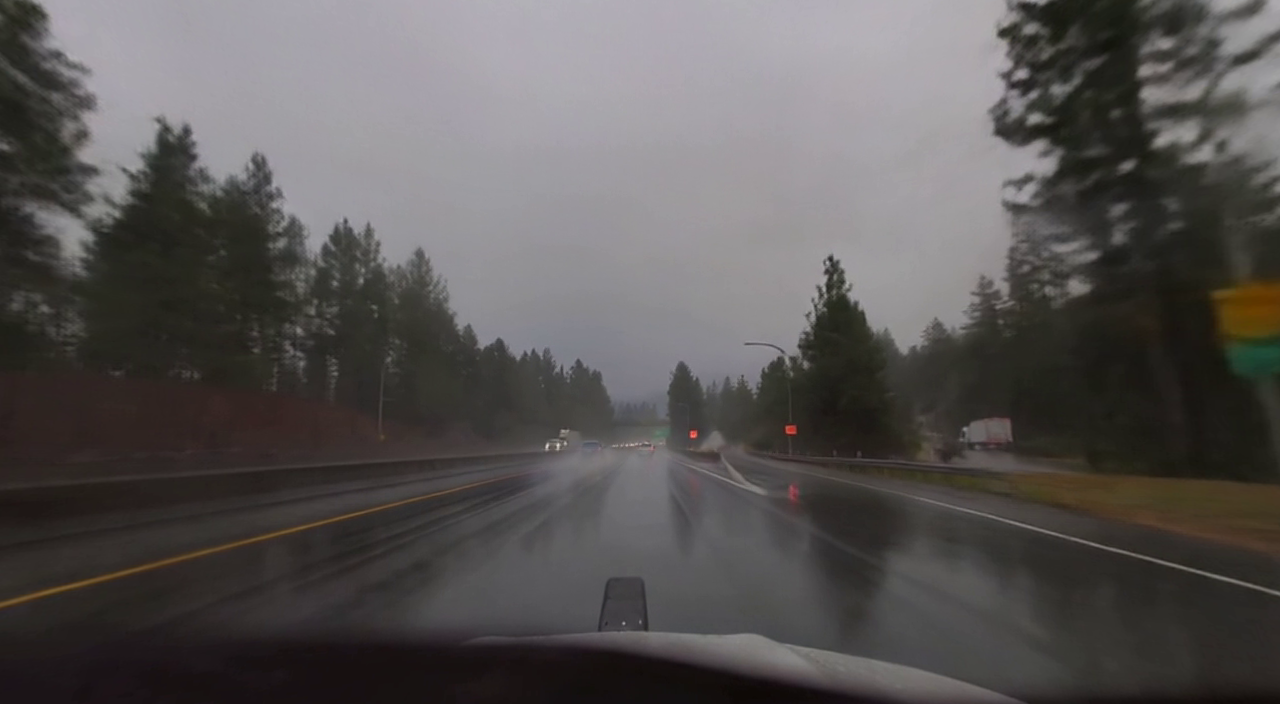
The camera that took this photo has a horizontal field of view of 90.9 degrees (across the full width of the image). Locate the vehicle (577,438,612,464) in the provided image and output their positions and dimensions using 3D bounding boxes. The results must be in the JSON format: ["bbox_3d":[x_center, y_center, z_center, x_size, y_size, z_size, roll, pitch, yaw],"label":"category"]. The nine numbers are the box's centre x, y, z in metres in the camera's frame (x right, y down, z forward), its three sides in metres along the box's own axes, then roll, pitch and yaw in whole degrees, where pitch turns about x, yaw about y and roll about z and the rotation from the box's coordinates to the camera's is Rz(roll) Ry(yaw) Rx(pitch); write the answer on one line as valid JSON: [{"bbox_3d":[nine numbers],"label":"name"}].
[{"bbox_3d":[-3.260,7.200,45.927,2.129,1.742,4.217,-1,-8,2],"label":"vehicle"}]
